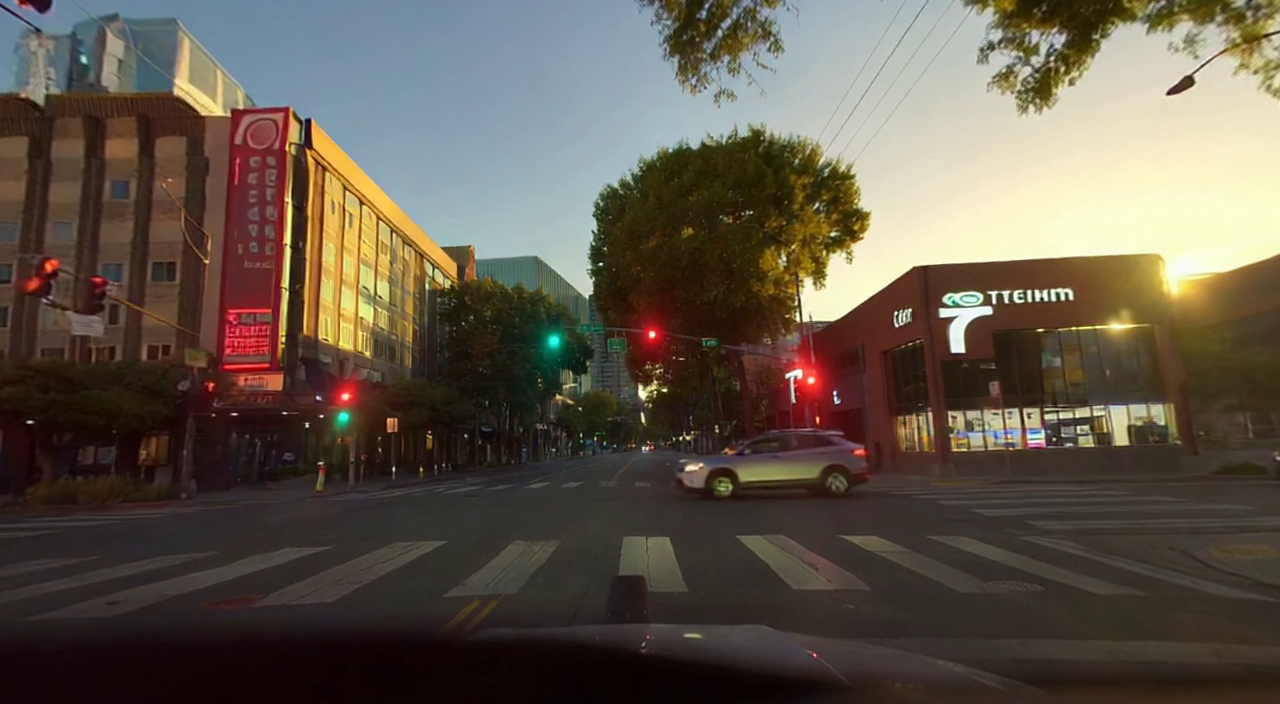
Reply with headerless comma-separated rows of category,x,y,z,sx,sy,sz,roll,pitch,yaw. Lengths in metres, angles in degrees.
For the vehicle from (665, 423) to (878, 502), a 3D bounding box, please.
vehicle,3.081,2.720,15.674,4.836,1.795,1.957,0,-8,1
